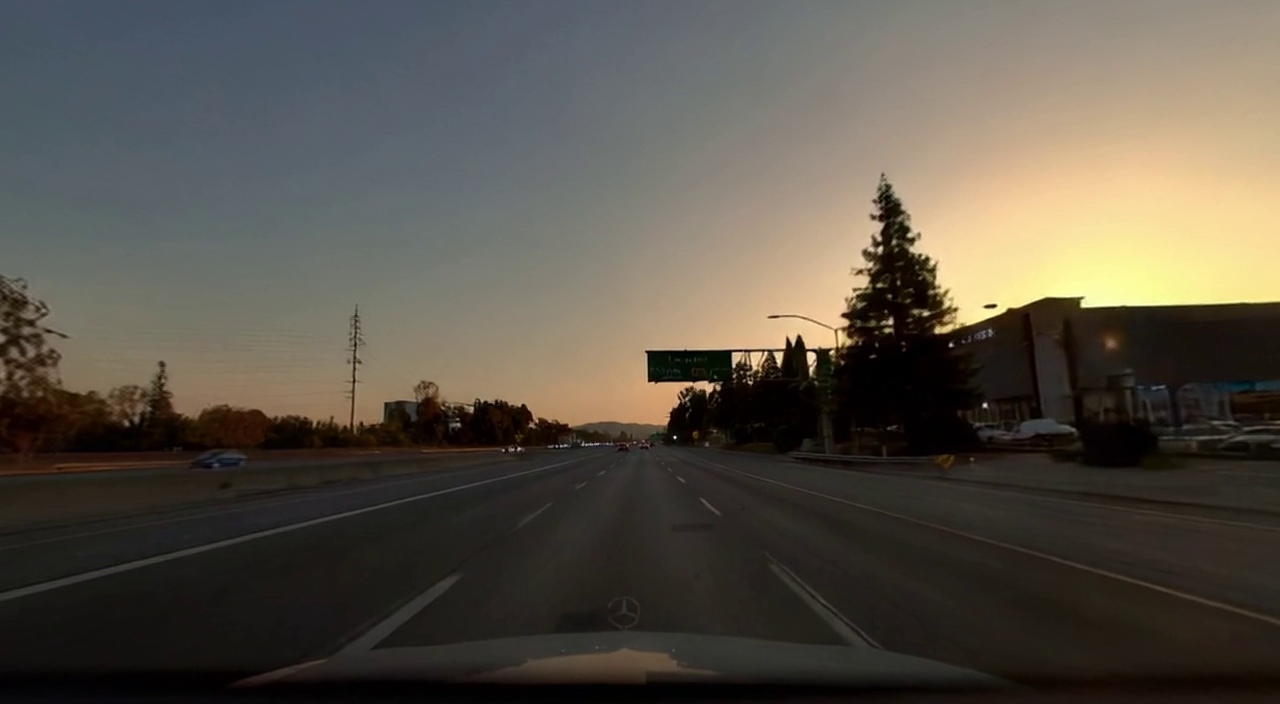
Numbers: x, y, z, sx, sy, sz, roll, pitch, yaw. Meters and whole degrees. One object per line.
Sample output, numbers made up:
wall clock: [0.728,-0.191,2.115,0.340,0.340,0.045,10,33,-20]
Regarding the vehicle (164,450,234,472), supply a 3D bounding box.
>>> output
vehicle: [-32.367,7.963,46.386,1.846,1.509,4.539,0,-9,1]
